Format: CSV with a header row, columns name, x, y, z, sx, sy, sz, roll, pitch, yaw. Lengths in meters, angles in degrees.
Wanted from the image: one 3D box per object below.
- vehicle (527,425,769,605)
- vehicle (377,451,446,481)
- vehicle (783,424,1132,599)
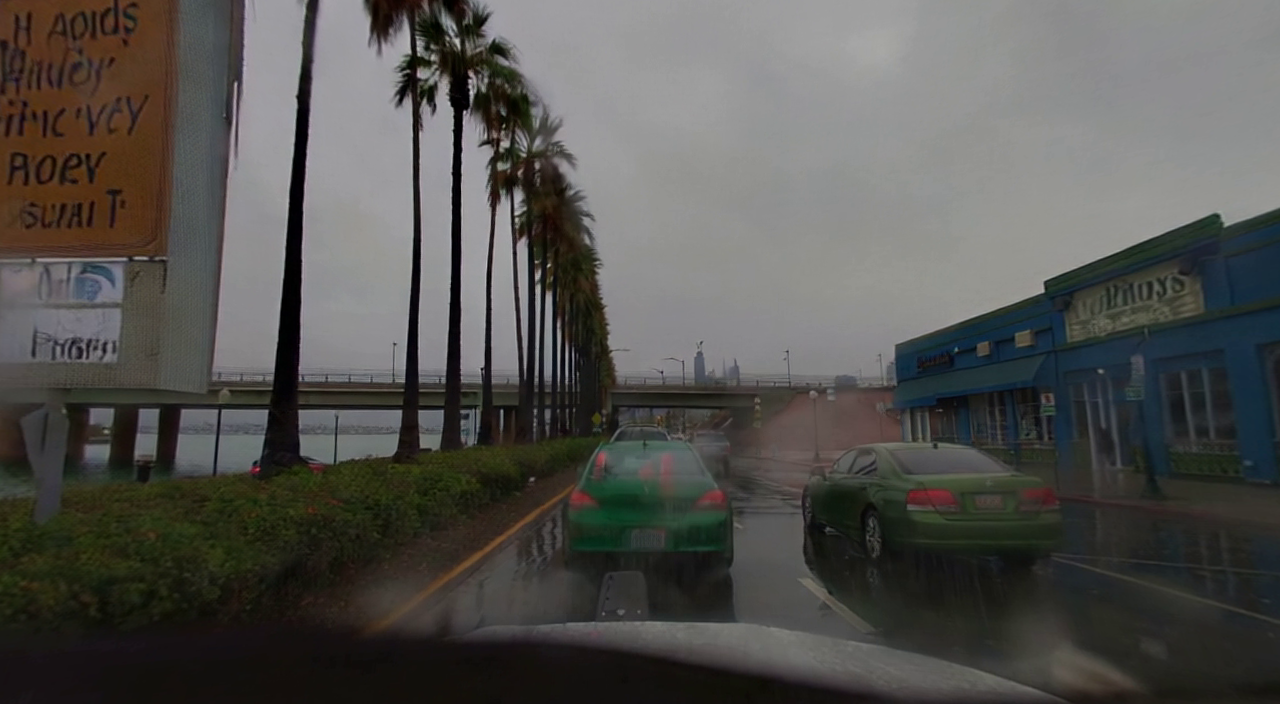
name,x,y,z,sx,sy,sz,roll,pitch,yaw
vehicle,0.063,1.671,7.276,2.048,1.503,3.681,0,-9,0
vehicle,-14.948,7.472,41.681,2.104,1.802,4.852,-2,-9,9
vehicle,3.262,1.715,7.736,1.920,1.490,4.417,0,-9,-1
